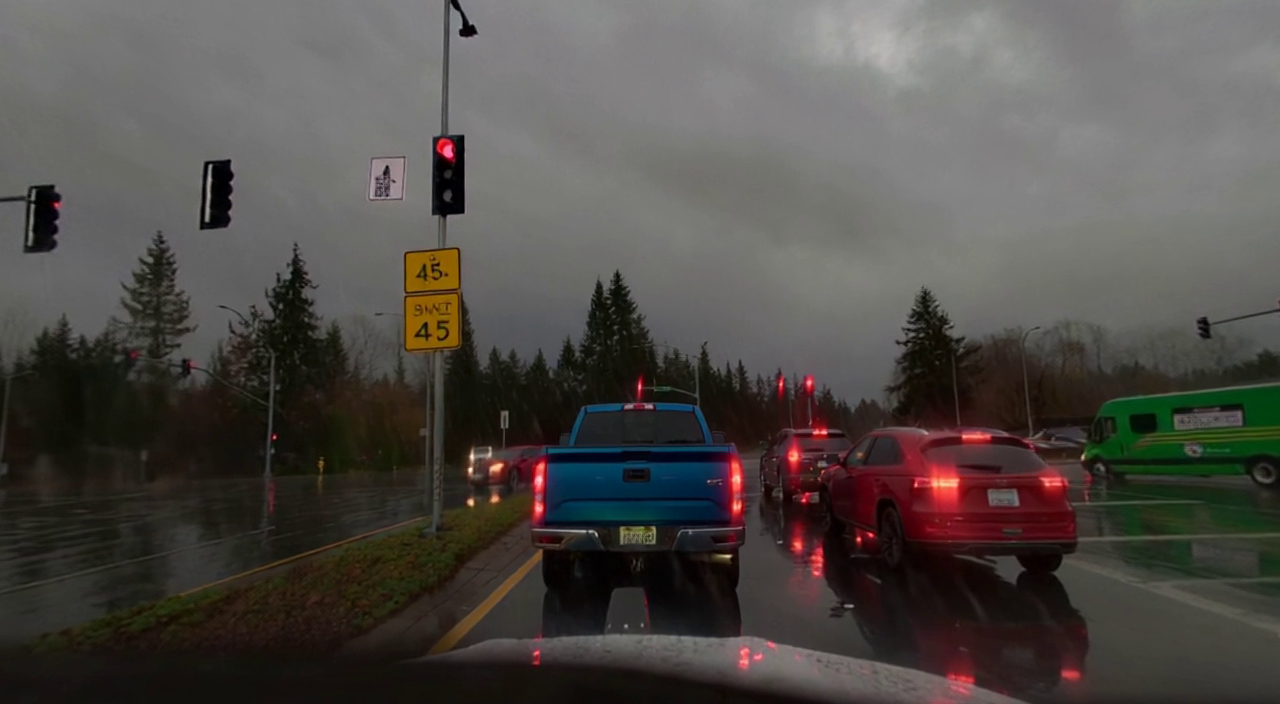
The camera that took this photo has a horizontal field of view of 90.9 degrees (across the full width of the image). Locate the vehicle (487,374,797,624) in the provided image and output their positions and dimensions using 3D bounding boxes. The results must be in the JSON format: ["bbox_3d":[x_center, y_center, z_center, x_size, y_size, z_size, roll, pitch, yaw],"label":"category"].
[{"bbox_3d":[0.041,1.469,7.326,2.326,1.880,4.964,0,-8,1],"label":"vehicle"}]

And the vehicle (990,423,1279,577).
[{"bbox_3d":[6.823,1.745,8.270,1.973,1.470,4.228,0,-8,-1],"label":"vehicle"}]

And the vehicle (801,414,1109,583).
[{"bbox_3d":[3.575,1.721,8.196,1.981,1.616,4.006,0,-8,1],"label":"vehicle"}]
